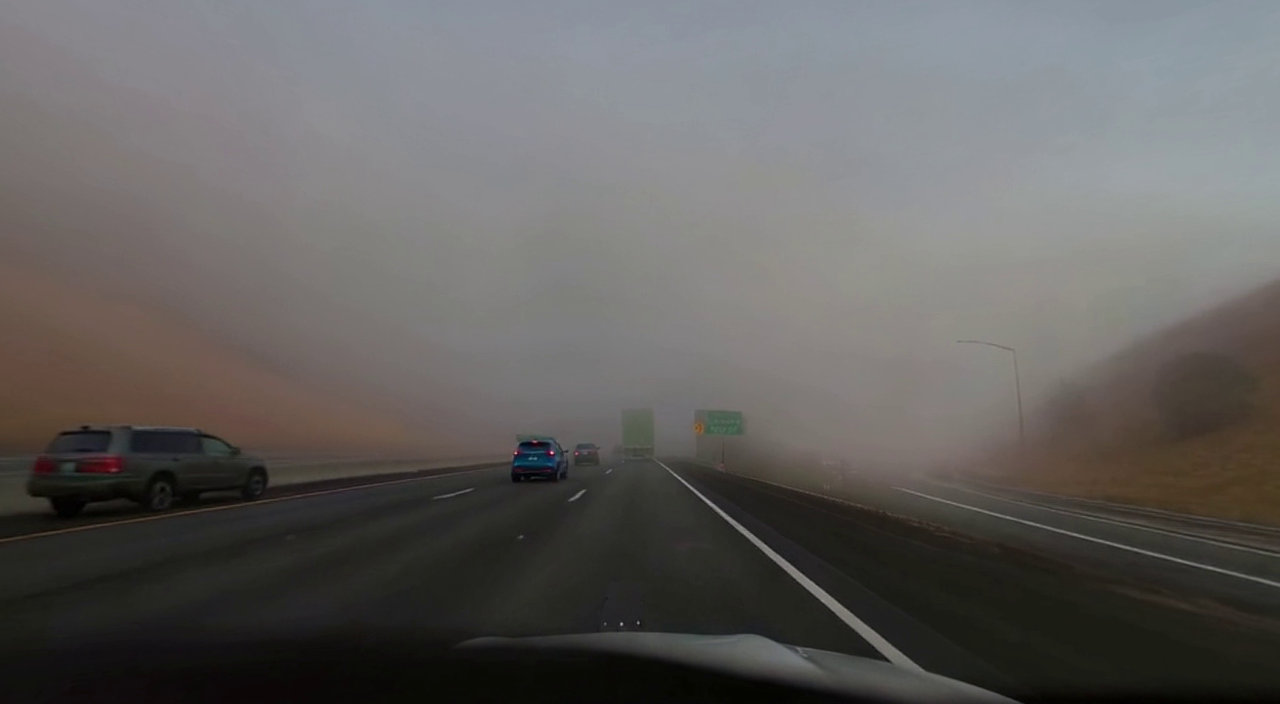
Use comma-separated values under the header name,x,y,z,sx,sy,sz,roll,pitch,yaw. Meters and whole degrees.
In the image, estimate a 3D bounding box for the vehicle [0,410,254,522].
name,x,y,z,sx,sy,sz,roll,pitch,yaw
vehicle,-10.930,2.344,13.416,2.111,1.906,5.028,0,-9,1

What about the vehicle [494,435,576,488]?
name,x,y,z,sx,sy,sz,roll,pitch,yaw
vehicle,-3.752,4.013,23.451,2.194,1.725,4.698,0,-9,1
